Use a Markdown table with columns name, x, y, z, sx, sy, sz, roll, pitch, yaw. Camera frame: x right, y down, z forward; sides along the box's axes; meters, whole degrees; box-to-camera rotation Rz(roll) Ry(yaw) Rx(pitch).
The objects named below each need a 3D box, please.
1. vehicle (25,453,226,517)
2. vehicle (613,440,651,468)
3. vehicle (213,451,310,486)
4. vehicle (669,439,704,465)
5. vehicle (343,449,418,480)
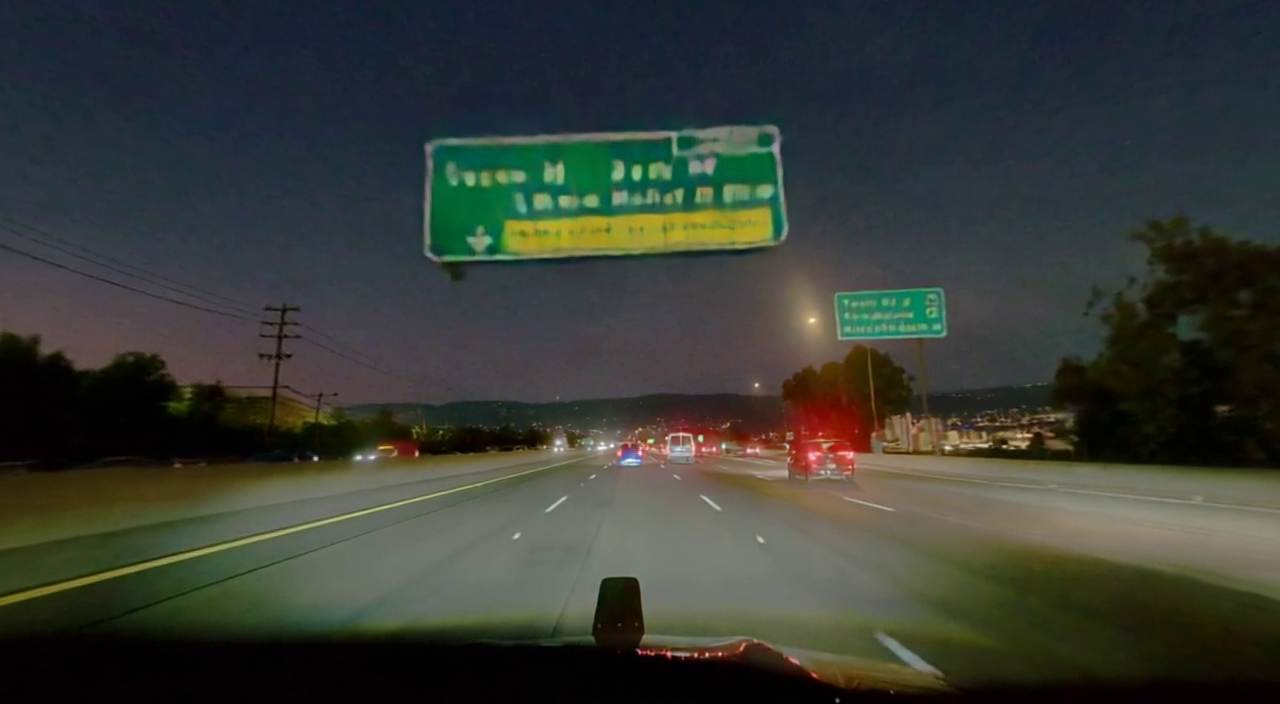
| name | x | y | z | sx | sy | sz | roll | pitch | yaw |
| --- | --- | --- | --- | --- | --- | --- | --- | --- | --- |
| vehicle | -13.571 | 3.485 | 17.093 | 1.848 | 1.457 | 4.283 | 0 | -9 | -1 |
| vehicle | -0.533 | 6.639 | 41.416 | 2.325 | 1.712 | 4.592 | 0 | -9 | -1 |
| vehicle | -21.449 | 6.590 | 36.189 | 2.125 | 1.793 | 5.662 | 0 | -9 | -1 |
| vehicle | 3.324 | 7.264 | 45.951 | 2.036 | 1.796 | 4.470 | 0 | -9 | -2 |
| vehicle | -13.565 | 5.866 | 33.314 | 1.969 | 1.481 | 4.595 | 0 | -9 | 0 |
